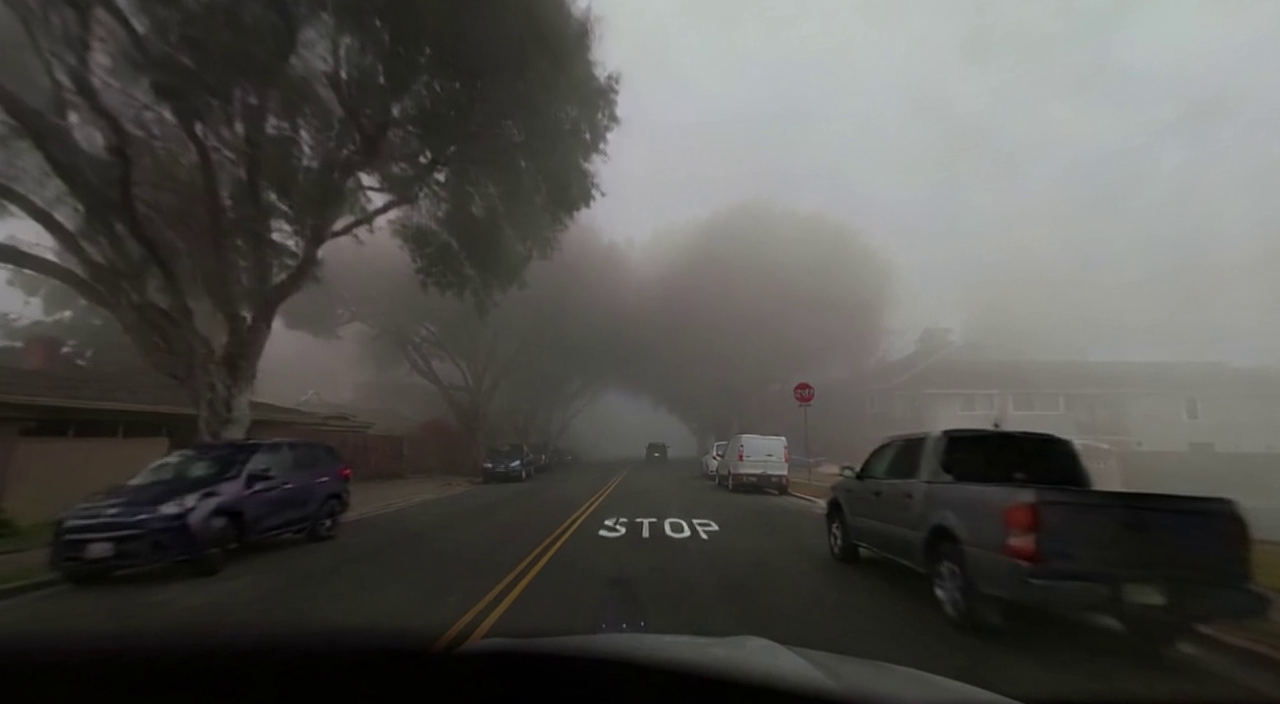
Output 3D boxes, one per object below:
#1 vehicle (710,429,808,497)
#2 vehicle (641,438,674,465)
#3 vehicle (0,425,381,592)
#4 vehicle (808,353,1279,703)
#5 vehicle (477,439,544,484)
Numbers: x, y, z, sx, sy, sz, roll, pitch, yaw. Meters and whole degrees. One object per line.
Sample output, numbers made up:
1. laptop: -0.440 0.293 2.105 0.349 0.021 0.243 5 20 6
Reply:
1. vehicle: 3.445 3.316 19.253 1.970 1.801 4.721 0 -8 -1
2. vehicle: 1.207 6.885 43.850 2.172 1.722 4.201 0 -8 1
3. vehicle: -5.593 1.939 8.812 2.007 1.709 4.502 0 -8 0
4. vehicle: 3.105 1.252 5.436 2.117 1.807 4.964 0 -8 2
5. vehicle: -5.116 4.361 25.497 1.955 1.659 4.324 0 -8 -2
